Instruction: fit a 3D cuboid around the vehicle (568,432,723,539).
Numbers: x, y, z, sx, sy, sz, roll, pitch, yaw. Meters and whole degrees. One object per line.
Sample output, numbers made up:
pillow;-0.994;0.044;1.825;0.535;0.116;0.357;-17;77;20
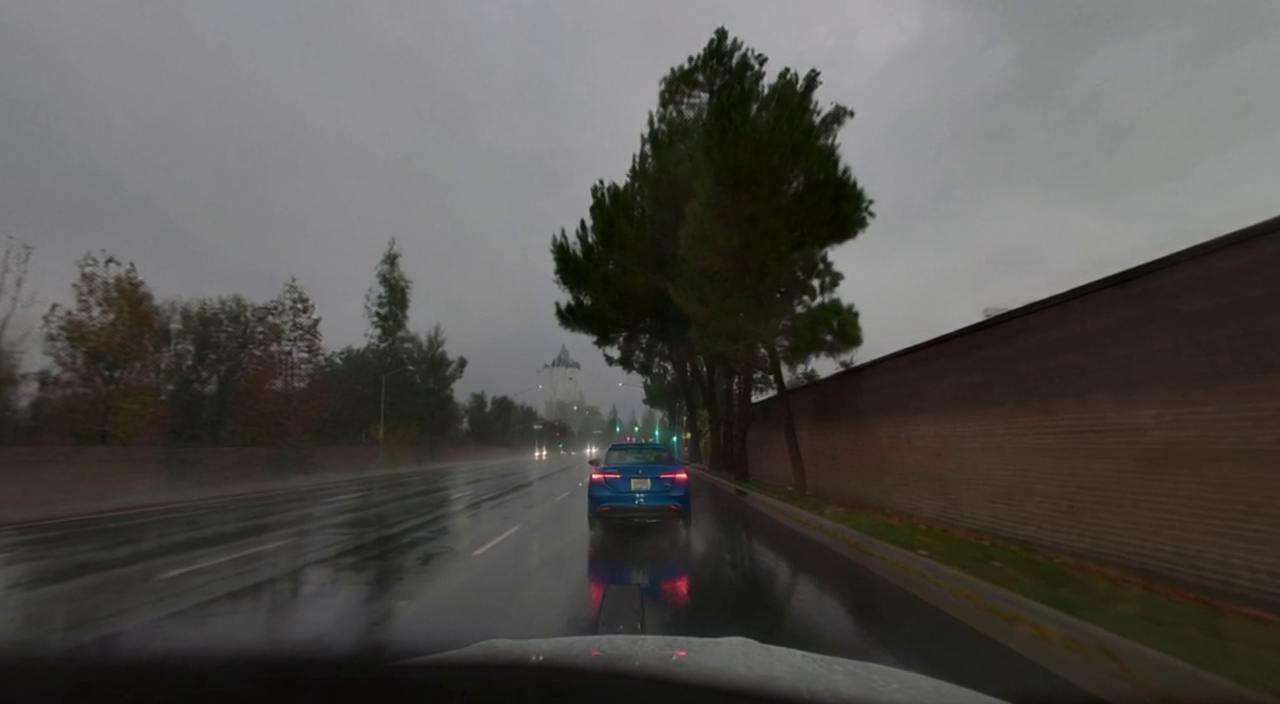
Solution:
vehicle;0.075;2.231;11.207;2.205;1.509;4.272;0;-8;0
